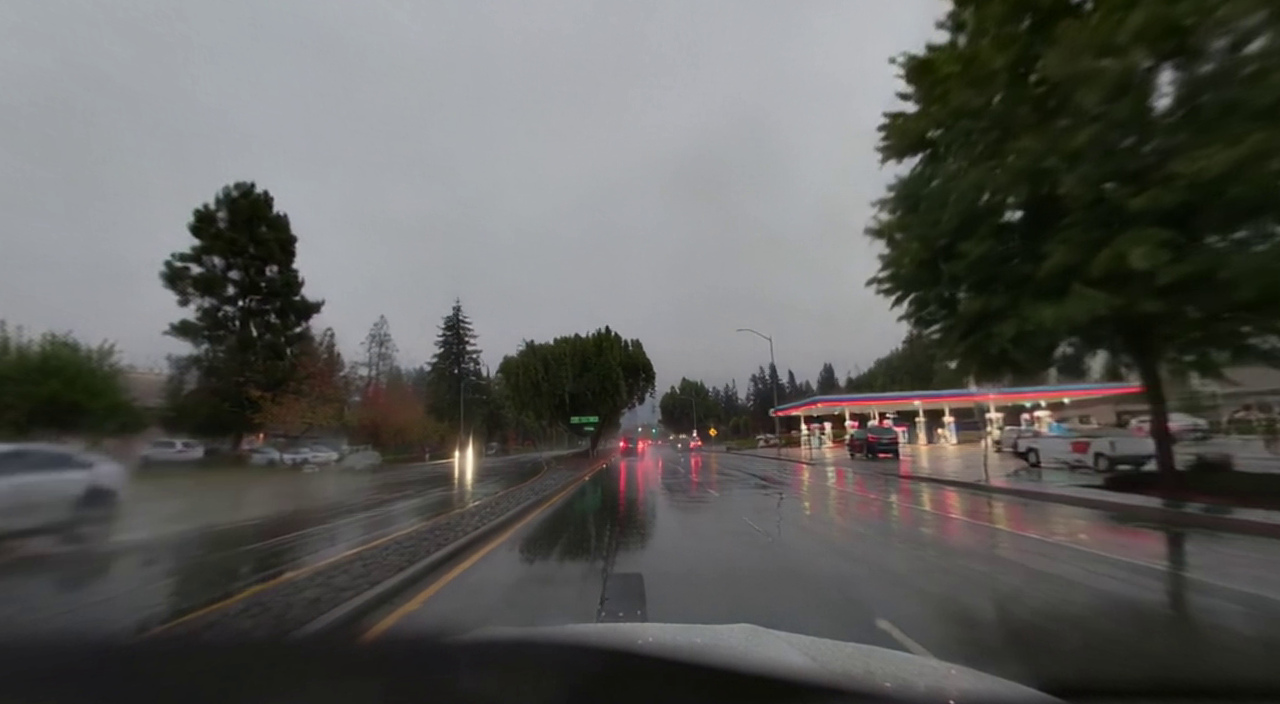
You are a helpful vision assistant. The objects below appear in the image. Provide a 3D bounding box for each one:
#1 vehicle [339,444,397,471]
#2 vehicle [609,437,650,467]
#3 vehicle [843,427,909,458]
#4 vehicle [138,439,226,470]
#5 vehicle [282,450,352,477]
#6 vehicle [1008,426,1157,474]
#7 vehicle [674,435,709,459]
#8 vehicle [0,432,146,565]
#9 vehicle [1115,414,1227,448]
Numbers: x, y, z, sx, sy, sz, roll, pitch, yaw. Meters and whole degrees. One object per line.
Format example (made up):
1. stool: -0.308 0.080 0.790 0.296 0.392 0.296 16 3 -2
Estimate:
1. vehicle: -18.908 7.351 44.126 2.004 1.758 4.594 0 -8 0
2. vehicle: -0.552 5.326 33.739 2.052 1.488 3.779 0 -8 0
3. vehicle: 15.269 5.908 41.264 2.368 1.868 4.724 0 -8 -1
4. vehicle: -31.928 7.150 44.159 4.384 2.079 2.066 1 -9 -4
5. vehicle: -18.903 6.535 37.216 1.797 1.461 4.536 0 -8 0
6. vehicle: 15.252 3.423 22.175 2.001 1.479 4.696 0 -8 3
7. vehicle: 4.067 7.353 49.120 2.117 1.757 4.969 -2 -9 12
8. vehicle: -9.244 1.892 8.207 2.121 1.677 4.324 0 -8 0
9. vehicle: 33.627 5.100 40.274 2.355 2.034 5.438 0 -8 0
